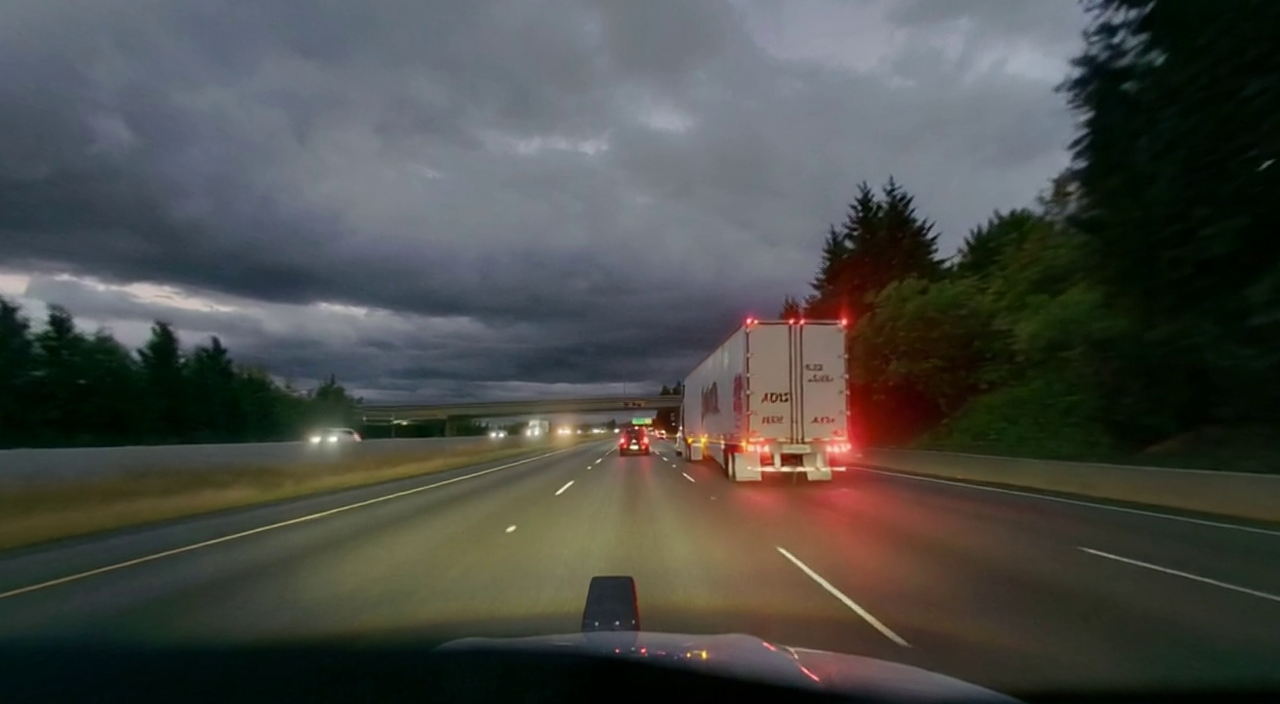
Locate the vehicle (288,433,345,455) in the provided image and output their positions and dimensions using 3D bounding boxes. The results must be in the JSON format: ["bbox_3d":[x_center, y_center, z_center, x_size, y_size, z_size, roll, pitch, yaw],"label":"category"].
[{"bbox_3d":[-23.292,6.599,45.505,1.866,1.516,4.226,0,-8,0],"label":"vehicle"}]

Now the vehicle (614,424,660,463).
[{"bbox_3d":[-0.222,4.813,33.379,2.277,1.913,4.510,0,-8,-1],"label":"vehicle"}]

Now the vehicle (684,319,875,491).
[{"bbox_3d":[3.756,2.145,21.864,2.987,4.021,14.105,0,-8,-2],"label":"vehicle"}]
